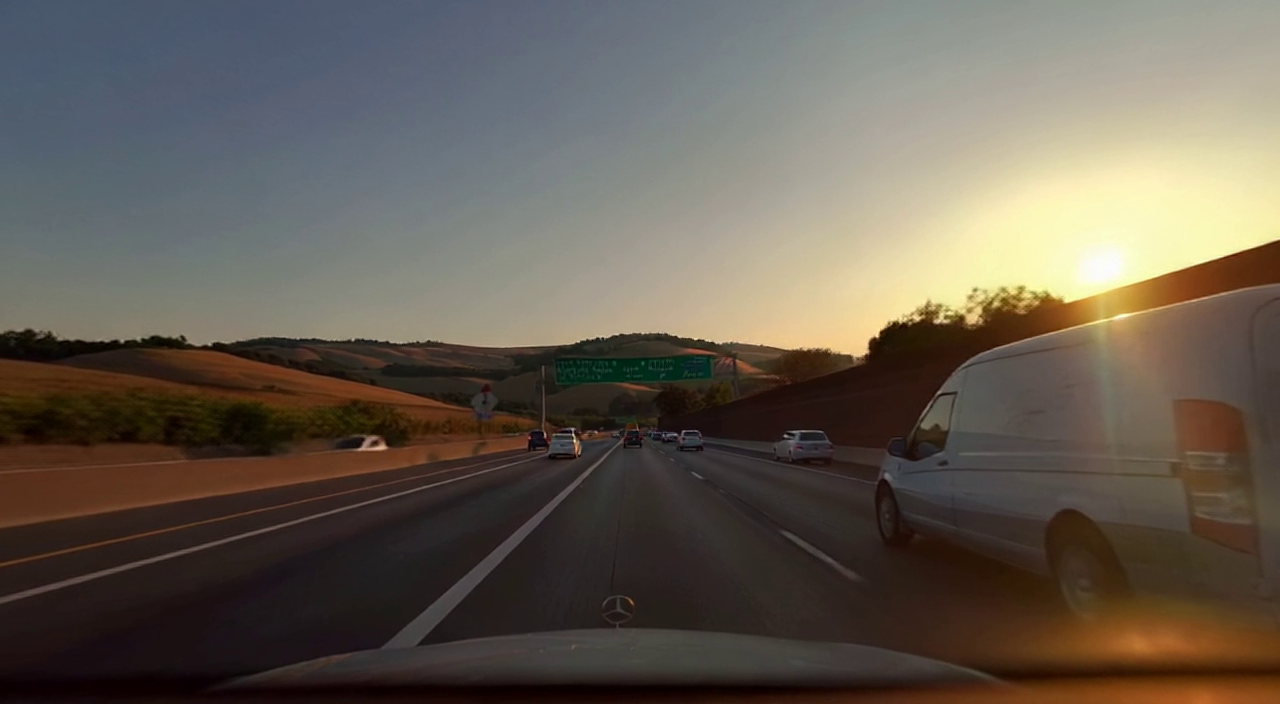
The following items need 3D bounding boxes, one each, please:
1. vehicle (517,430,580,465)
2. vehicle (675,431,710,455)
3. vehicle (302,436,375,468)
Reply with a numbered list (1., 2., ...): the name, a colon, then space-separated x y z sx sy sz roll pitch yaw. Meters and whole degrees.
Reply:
1. vehicle: -4.053 4.307 28.639 2.204 1.486 4.121 0 -8 0
2. vehicle: 3.317 5.879 40.778 1.806 1.469 3.681 0 -8 -2
3. vehicle: -15.142 5.008 31.824 1.813 1.476 3.803 0 -8 0
